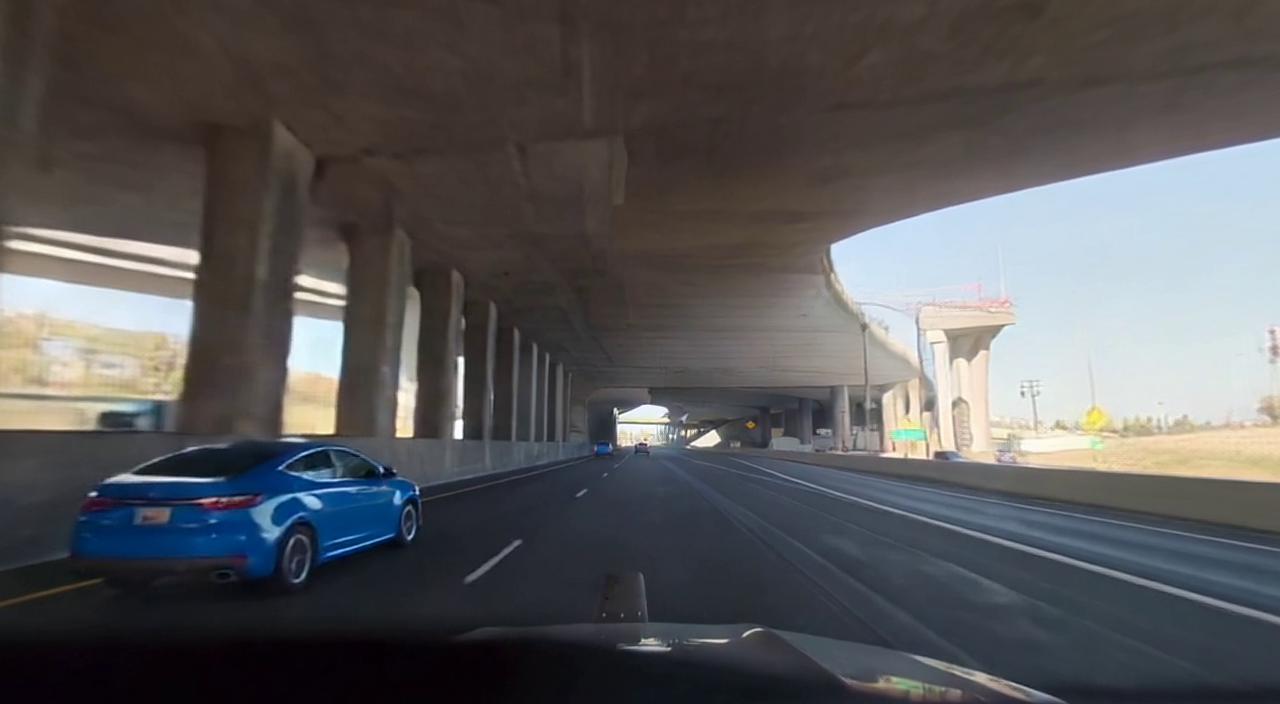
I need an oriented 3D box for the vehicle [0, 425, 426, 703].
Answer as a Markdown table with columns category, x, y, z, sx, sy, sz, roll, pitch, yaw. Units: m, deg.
| category | x | y | z | sx | sy | sz | roll | pitch | yaw |
| --- | --- | --- | --- | --- | --- | --- | --- | --- | --- |
| vehicle | -3.645 | 1.443 | 5.430 | 2.044 | 1.478 | 4.114 | 0 | -8 | 2 |
